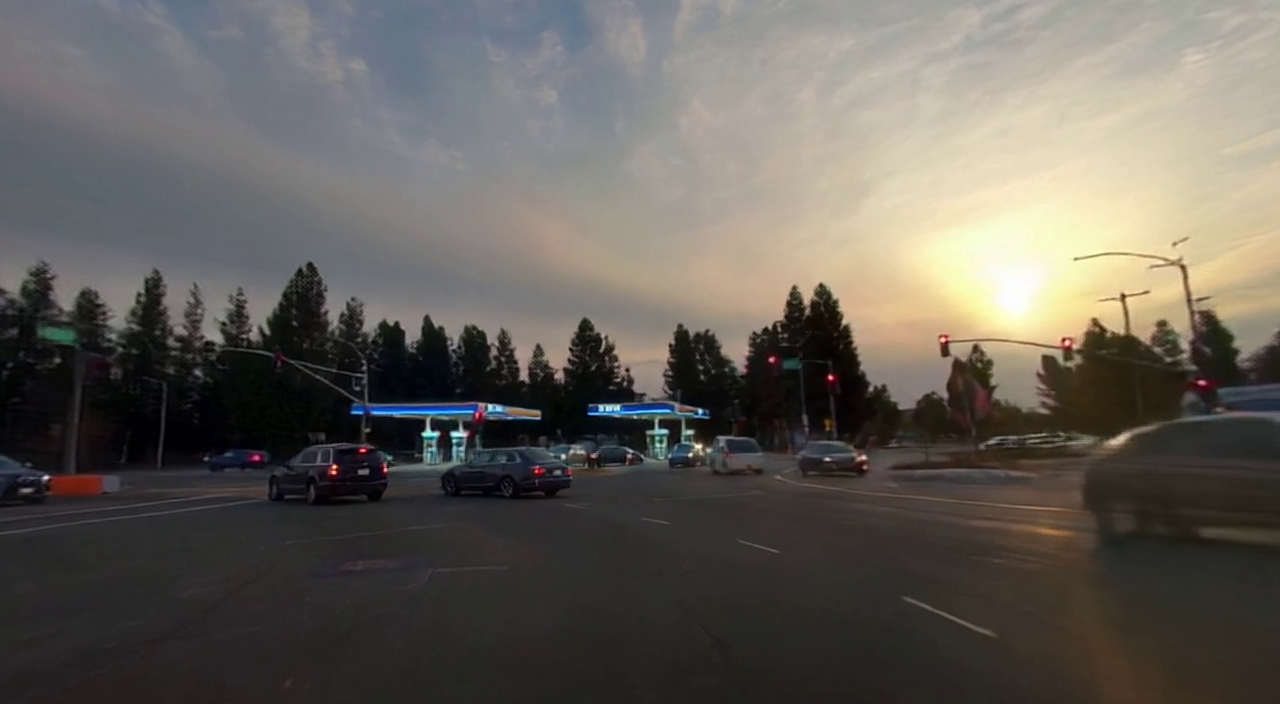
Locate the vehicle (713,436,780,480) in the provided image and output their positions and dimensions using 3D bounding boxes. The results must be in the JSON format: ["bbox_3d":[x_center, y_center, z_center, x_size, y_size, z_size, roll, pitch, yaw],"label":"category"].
[{"bbox_3d":[4.290,4.367,26.121,2.126,1.626,4.585,-1,-9,2],"label":"vehicle"}]

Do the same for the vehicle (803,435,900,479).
[{"bbox_3d":[8.334,4.202,25.387,1.976,1.573,4.543,0,-9,-5],"label":"vehicle"}]

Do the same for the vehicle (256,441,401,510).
[{"bbox_3d":[-9.443,3.639,19.029,4.616,1.733,2.351,-9,-11,42],"label":"vehicle"}]

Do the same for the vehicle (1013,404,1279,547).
[{"bbox_3d":[8.638,1.830,9.690,2.016,1.828,4.503,4,-10,-26],"label":"vehicle"}]

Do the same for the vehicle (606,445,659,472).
[{"bbox_3d":[-0.422,6.687,39.876,2.210,1.542,4.501,-4,-10,14],"label":"vehicle"}]

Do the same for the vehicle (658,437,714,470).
[{"bbox_3d":[3.013,6.402,39.894,2.517,1.875,5.774,-3,-9,14],"label":"vehicle"}]

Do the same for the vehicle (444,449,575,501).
[{"bbox_3d":[-4.359,3.956,20.683,1.965,1.460,4.581,8,-13,-44],"label":"vehicle"}]
